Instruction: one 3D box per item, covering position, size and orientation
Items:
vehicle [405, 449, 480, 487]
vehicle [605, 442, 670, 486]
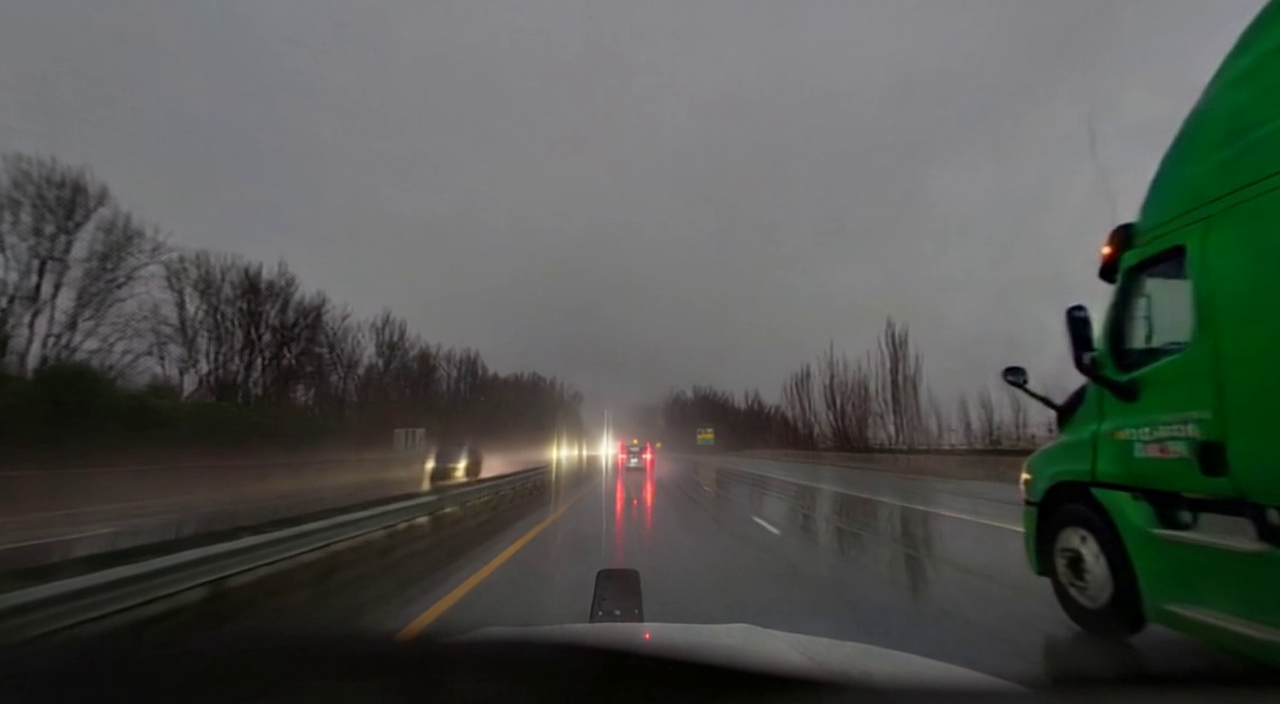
[{"bbox_3d":[-8.750,5.147,28.197,1.942,1.534,4.500,0,-9,-1],"label":"vehicle"},{"bbox_3d":[-0.130,4.238,23.950,2.244,1.506,4.097,0,-9,-1],"label":"vehicle"}]
